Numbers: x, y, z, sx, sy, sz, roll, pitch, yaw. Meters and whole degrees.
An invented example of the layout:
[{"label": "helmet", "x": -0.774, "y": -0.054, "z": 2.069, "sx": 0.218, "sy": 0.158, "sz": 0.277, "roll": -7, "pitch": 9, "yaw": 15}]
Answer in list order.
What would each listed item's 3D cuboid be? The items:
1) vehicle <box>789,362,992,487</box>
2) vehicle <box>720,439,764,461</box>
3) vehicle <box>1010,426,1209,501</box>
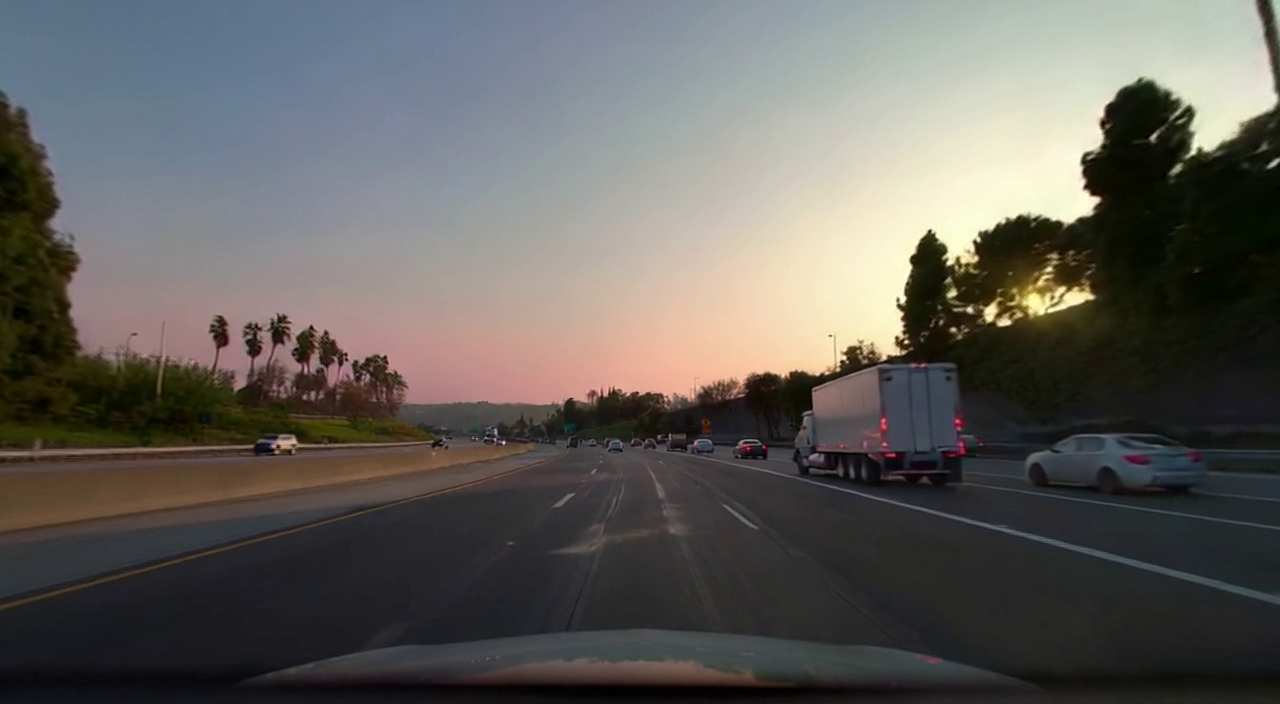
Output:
[{"label": "vehicle", "x": 8.152, "y": 2.715, "z": 22.553, "sx": 2.919, "sy": 3.482, "sz": 9.838, "roll": 0, "pitch": -8, "yaw": -2}, {"label": "vehicle", "x": 7.261, "y": 7.047, "z": 45.495, "sx": 2.092, "sy": 1.478, "sz": 4.647, "roll": 0, "pitch": -8, "yaw": -4}, {"label": "vehicle", "x": 12.945, "y": 3.082, "z": 17.873, "sx": 2.032, "sy": 1.827, "sz": 4.501, "roll": 0, "pitch": -8, "yaw": -2}]
